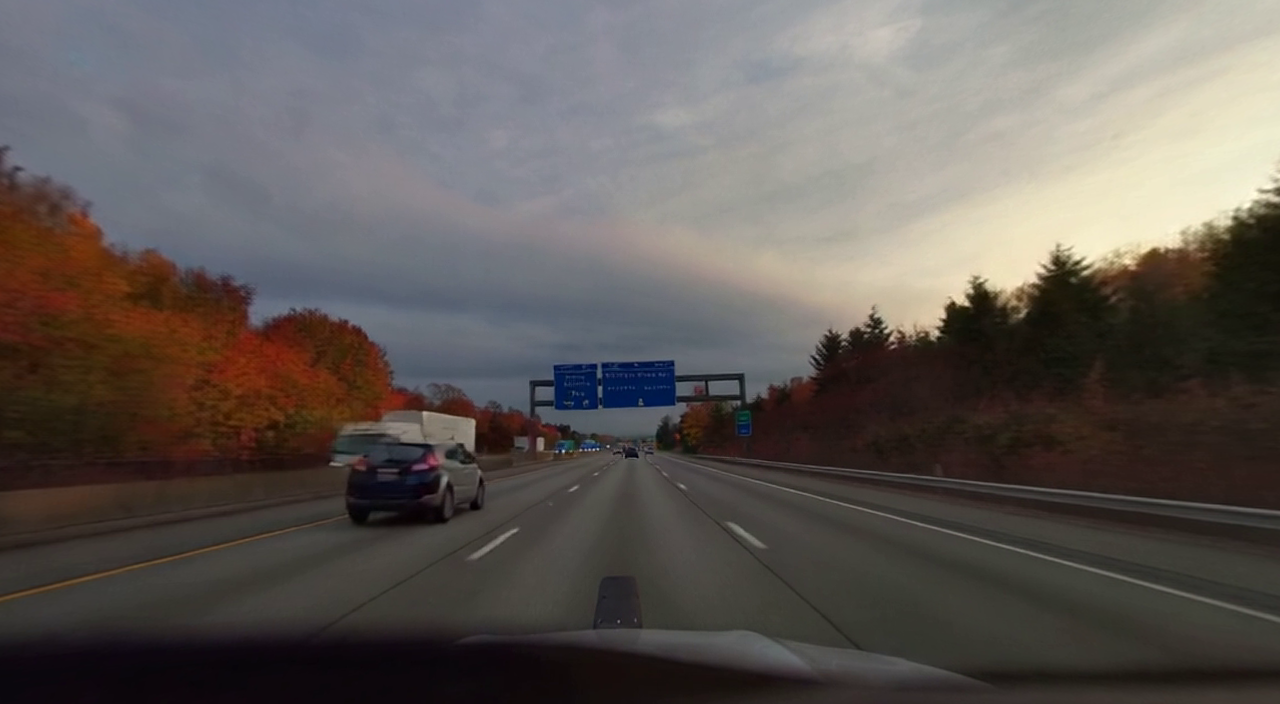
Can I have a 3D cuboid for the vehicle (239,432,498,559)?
[{"bbox_3d":[-3.978,2.193,10.337,2.153,1.577,4.707,0,-9,0],"label":"vehicle"}]
